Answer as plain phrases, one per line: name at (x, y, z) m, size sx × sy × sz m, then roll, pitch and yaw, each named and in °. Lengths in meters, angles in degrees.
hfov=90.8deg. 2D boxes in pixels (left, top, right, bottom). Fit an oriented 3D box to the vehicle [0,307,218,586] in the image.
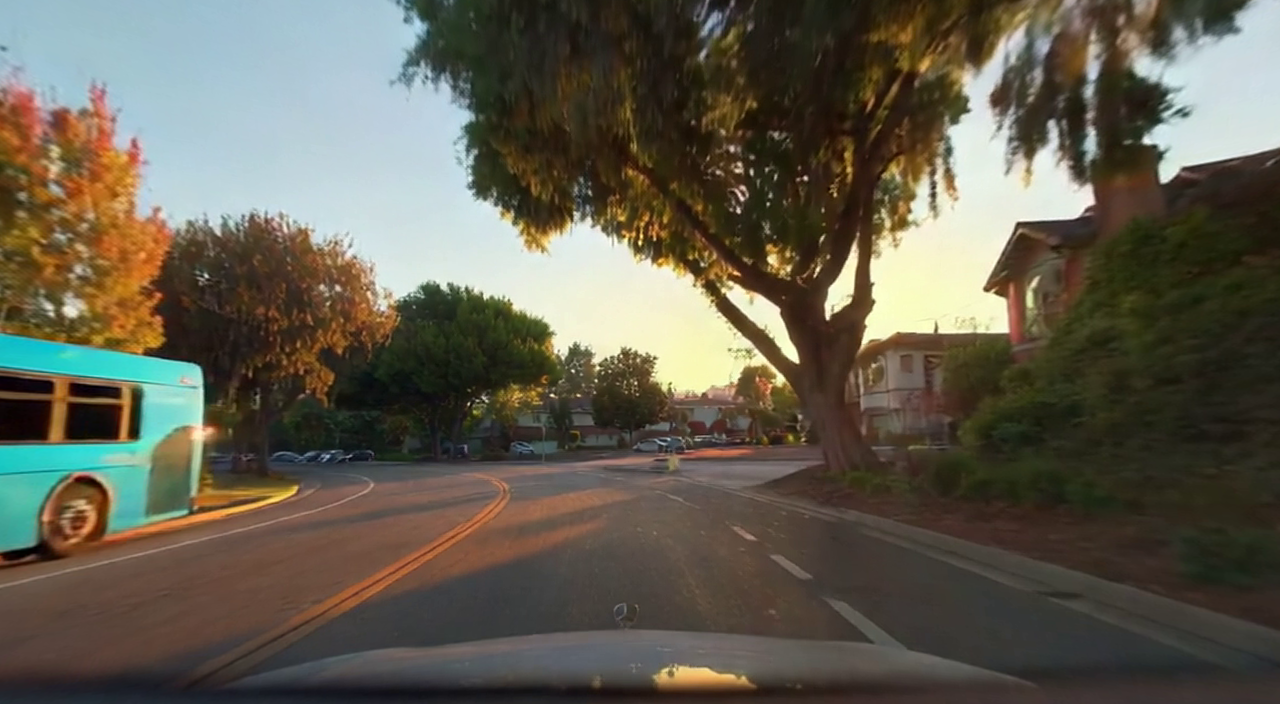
vehicle at (-8.376, 0.902, 5.984) m, size 2.886 × 2.994 × 8.380 m, roll 0°, pitch -8°, yaw 0°
